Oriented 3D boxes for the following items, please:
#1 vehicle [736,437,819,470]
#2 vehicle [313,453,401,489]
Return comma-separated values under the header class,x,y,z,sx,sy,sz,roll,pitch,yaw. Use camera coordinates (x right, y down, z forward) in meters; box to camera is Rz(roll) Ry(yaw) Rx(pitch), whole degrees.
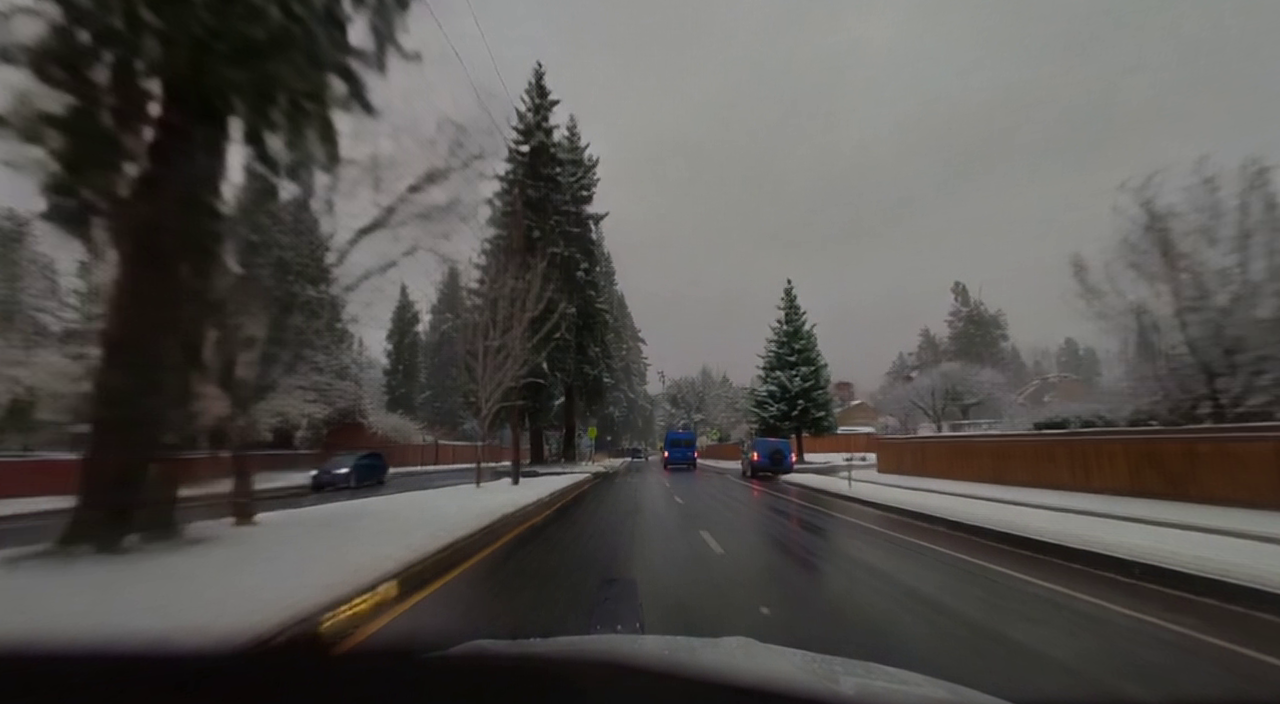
class,x,y,z,sx,sy,sz,roll,pitch,yaw
vehicle,9.137,6.784,42.328,4.990,2.142,2.488,0,-9,1
vehicle,-13.091,5.511,29.601,1.908,1.477,4.750,0,-8,0
